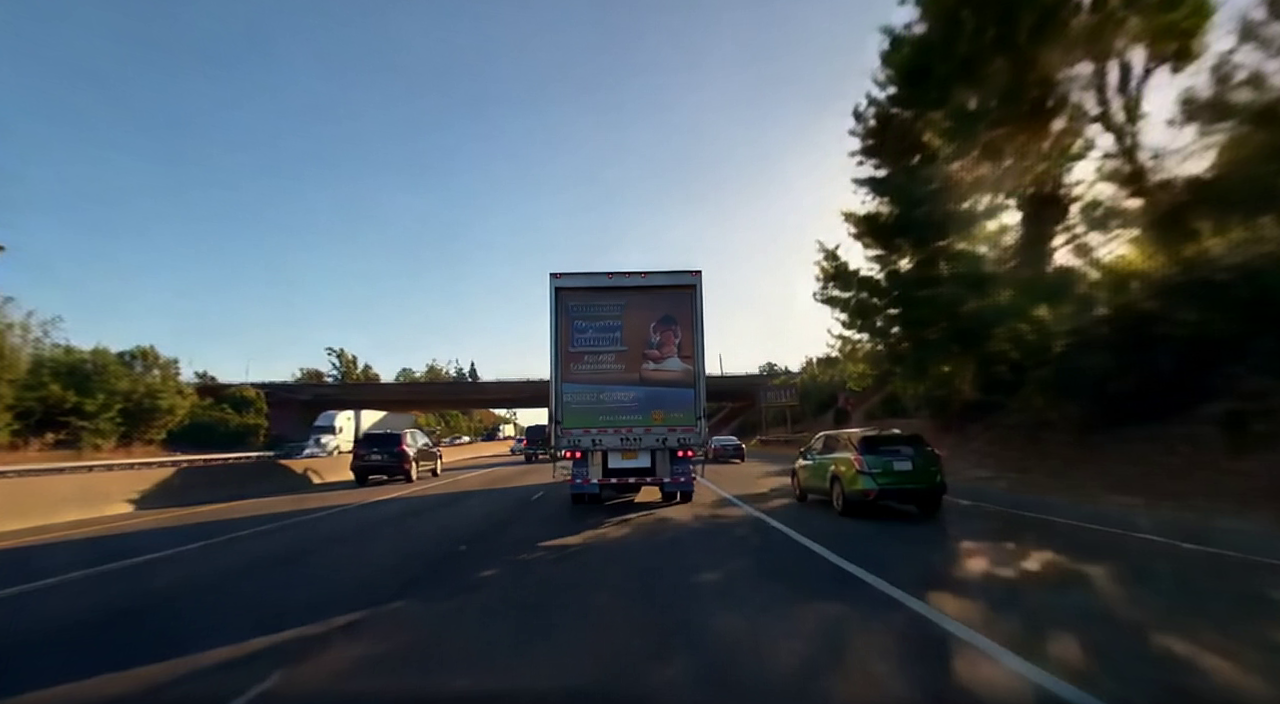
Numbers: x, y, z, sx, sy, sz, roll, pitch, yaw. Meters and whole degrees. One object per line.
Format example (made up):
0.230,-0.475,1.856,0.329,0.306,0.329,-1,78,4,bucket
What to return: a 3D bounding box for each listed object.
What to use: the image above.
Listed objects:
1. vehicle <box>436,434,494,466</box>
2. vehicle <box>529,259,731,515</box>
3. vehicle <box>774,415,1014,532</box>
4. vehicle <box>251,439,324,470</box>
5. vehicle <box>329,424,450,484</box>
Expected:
-8.630,4.823,31.295,1.845,1.488,3.656,0,-8,-1,vehicle
-0.259,1.127,14.213,2.911,3.787,9.905,0,-8,-1,vehicle
3.867,1.915,10.657,2.003,1.519,4.580,0,-8,-2,vehicle
-20.013,5.818,35.927,1.824,1.606,4.098,0,-8,-1,vehicle
-7.856,3.239,20.302,2.057,1.698,4.550,0,-8,0,vehicle
